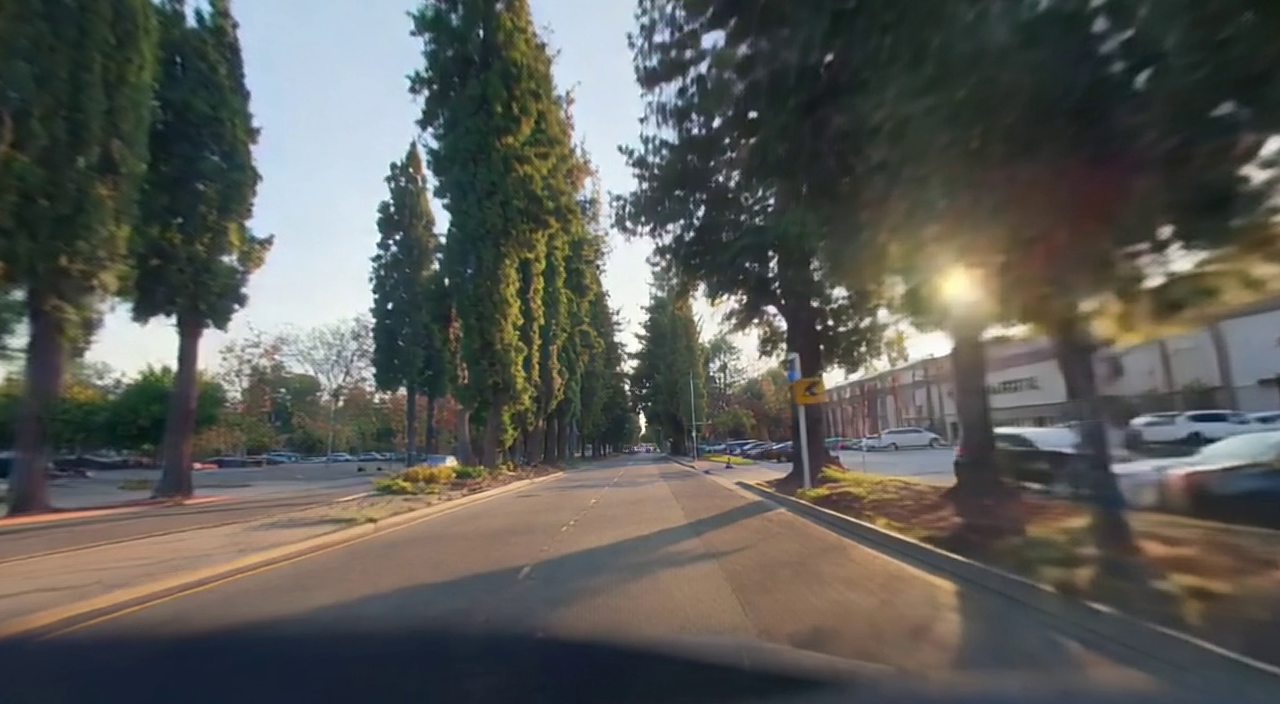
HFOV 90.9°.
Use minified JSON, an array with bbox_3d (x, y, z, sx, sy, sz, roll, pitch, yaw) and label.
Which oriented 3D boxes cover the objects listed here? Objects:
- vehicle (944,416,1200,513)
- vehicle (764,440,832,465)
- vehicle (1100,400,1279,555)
[{"bbox_3d":[7.899,2.122,12.180,2.004,1.498,4.208,-1,-9,1],"label":"vehicle"},{"bbox_3d":[11.290,7.221,45.267,4.361,1.462,1.857,-3,-11,1],"label":"vehicle"},{"bbox_3d":[7.704,1.328,6.750,1.896,1.615,4.778,-1,-10,0],"label":"vehicle"}]
